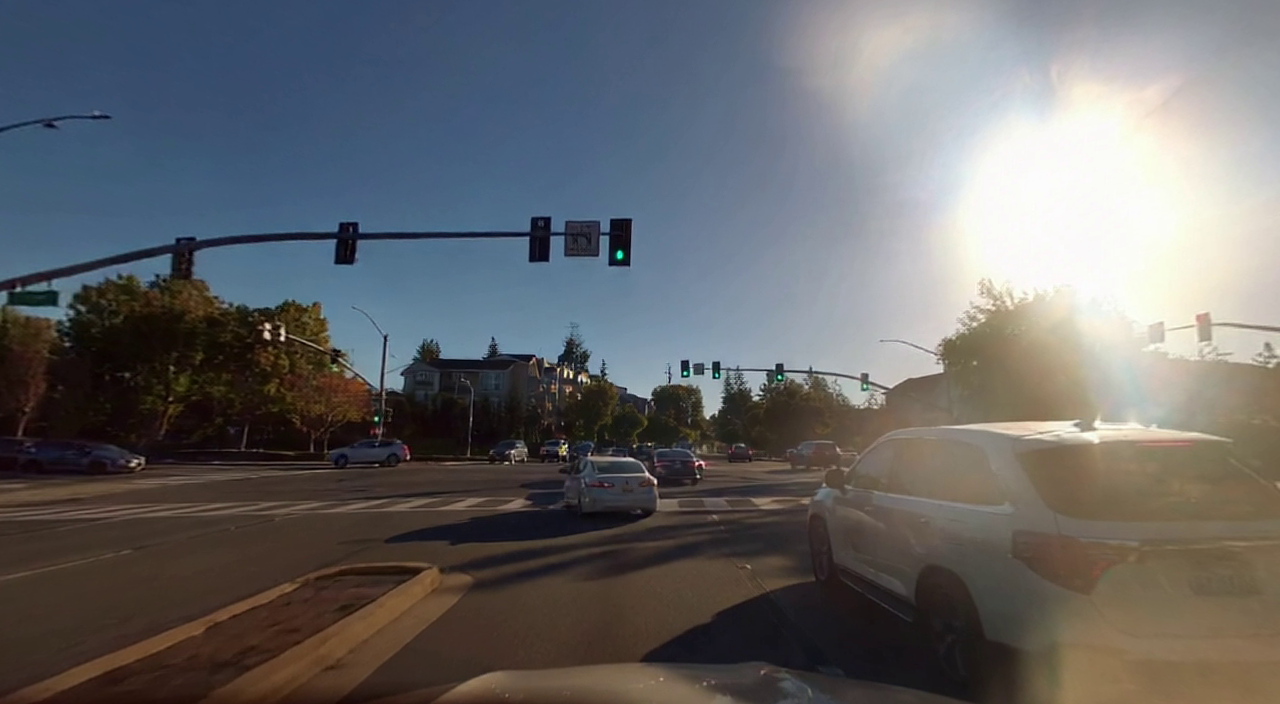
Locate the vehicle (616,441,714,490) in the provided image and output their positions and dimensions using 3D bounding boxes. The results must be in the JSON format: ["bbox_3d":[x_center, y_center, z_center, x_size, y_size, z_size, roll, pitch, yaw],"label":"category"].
[{"bbox_3d":[0.724,3.856,21.685,2.009,1.480,4.423,3,-9,-17],"label":"vehicle"}]

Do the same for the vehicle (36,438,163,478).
[{"bbox_3d":[-26.688,5.202,31.236,4.365,1.629,2.004,4,-8,1],"label":"vehicle"}]

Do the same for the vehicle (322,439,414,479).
[{"bbox_3d":[-12.445,4.855,28.787,4.020,1.705,2.099,-7,-11,38],"label":"vehicle"}]

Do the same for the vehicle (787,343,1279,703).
[{"bbox_3d":[2.725,1.183,4.658,2.115,1.737,4.642,0,-9,0],"label":"vehicle"}]

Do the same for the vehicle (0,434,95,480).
[{"bbox_3d":[-27.708,4.630,28.133,4.689,1.734,2.034,4,-8,-1],"label":"vehicle"}]

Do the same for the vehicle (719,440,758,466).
[{"bbox_3d":[7.353,7.626,47.522,2.105,1.830,4.610,0,-9,-1],"label":"vehicle"}]
